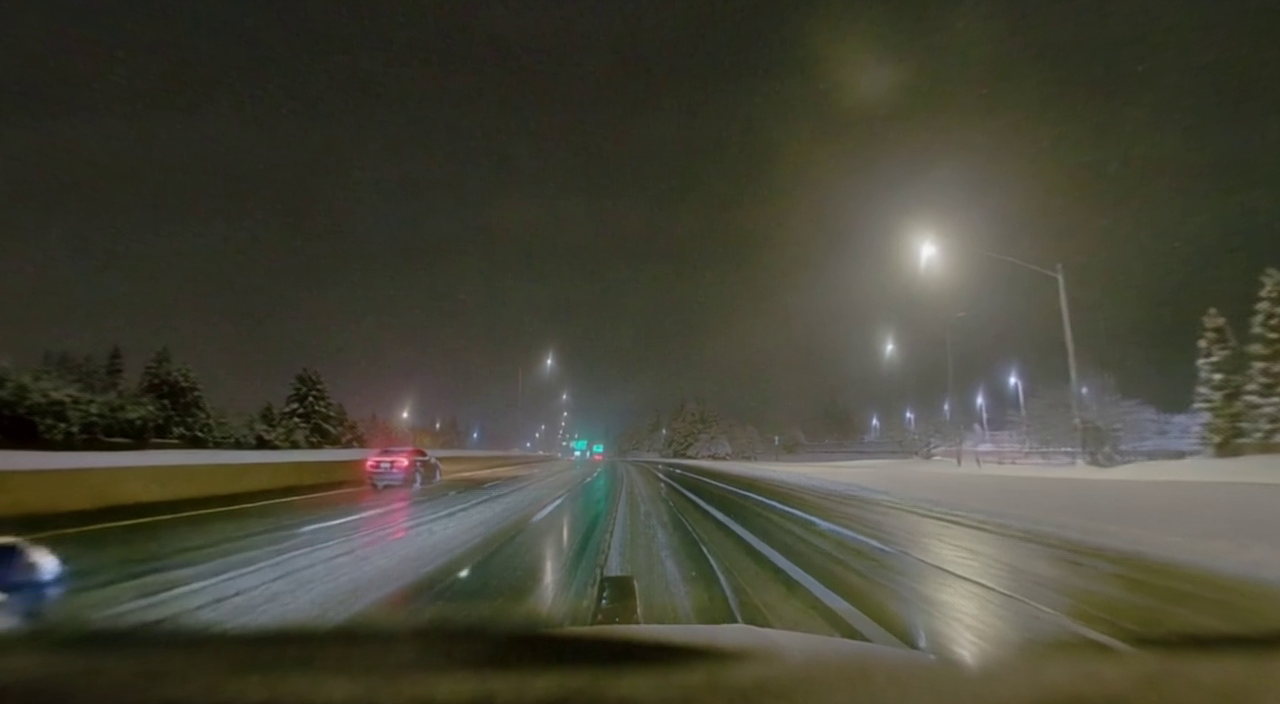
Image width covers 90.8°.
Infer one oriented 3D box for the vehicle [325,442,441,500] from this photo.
[{"bbox_3d":[-7.819,3.631,19.729,1.924,1.601,4.115,0,-9,-1],"label":"vehicle"}]
